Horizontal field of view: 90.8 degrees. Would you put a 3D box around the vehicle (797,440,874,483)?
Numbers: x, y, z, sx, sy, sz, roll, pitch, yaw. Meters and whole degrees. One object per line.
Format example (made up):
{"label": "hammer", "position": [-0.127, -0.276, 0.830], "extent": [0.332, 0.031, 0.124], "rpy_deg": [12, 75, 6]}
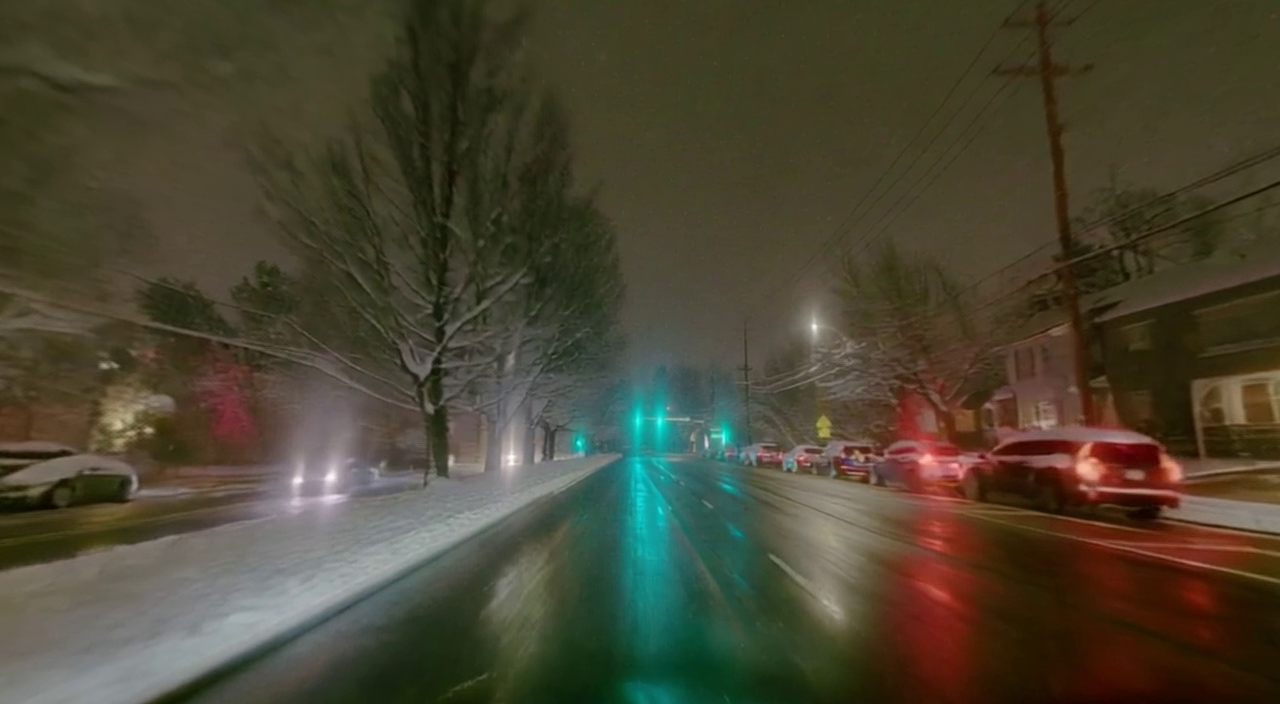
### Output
{"label": "vehicle", "position": [9.811, 5.522, 32.293], "extent": [2.176, 1.893, 5.744], "rpy_deg": [2, -9, 0]}

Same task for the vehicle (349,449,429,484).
{"label": "vehicle", "position": [-11.610, 5.283, 29.590], "extent": [1.826, 1.472, 4.493], "rpy_deg": [-1, -9, 1]}

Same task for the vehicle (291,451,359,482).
{"label": "vehicle", "position": [-18.415, 6.701, 37.183], "extent": [1.842, 1.660, 4.120], "rpy_deg": [0, -9, 0]}

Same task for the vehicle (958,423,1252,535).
{"label": "vehicle", "position": [9.803, 2.708, 14.266], "extent": [2.209, 1.982, 5.787], "rpy_deg": [0, -9, 0]}

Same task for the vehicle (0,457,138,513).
{"label": "vehicle", "position": [-18.470, 4.195, 20.062], "extent": [1.732, 1.460, 3.932], "rpy_deg": [-5, -9, 2]}
